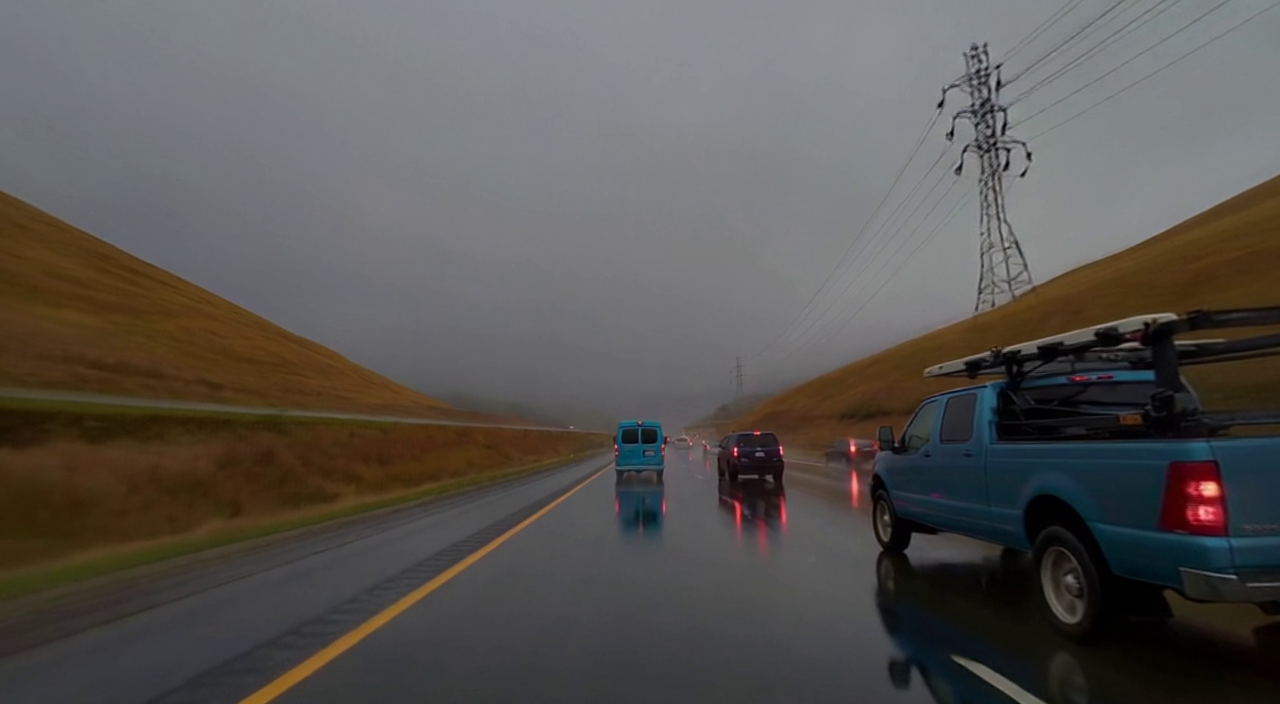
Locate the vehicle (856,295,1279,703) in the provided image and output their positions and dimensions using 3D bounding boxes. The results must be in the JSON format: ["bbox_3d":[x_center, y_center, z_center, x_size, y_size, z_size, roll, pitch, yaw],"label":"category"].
[{"bbox_3d":[3.894,1.026,4.487,2.691,1.901,5.744,0,-8,0],"label":"vehicle"}]

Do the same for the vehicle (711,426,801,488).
[{"bbox_3d":[3.708,3.454,21.016,2.139,1.821,4.480,0,-8,0],"label":"vehicle"}]

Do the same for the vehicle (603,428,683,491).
[{"bbox_3d":[0.107,3.422,20.356,2.268,1.772,4.523,0,-8,0],"label":"vehicle"}]
